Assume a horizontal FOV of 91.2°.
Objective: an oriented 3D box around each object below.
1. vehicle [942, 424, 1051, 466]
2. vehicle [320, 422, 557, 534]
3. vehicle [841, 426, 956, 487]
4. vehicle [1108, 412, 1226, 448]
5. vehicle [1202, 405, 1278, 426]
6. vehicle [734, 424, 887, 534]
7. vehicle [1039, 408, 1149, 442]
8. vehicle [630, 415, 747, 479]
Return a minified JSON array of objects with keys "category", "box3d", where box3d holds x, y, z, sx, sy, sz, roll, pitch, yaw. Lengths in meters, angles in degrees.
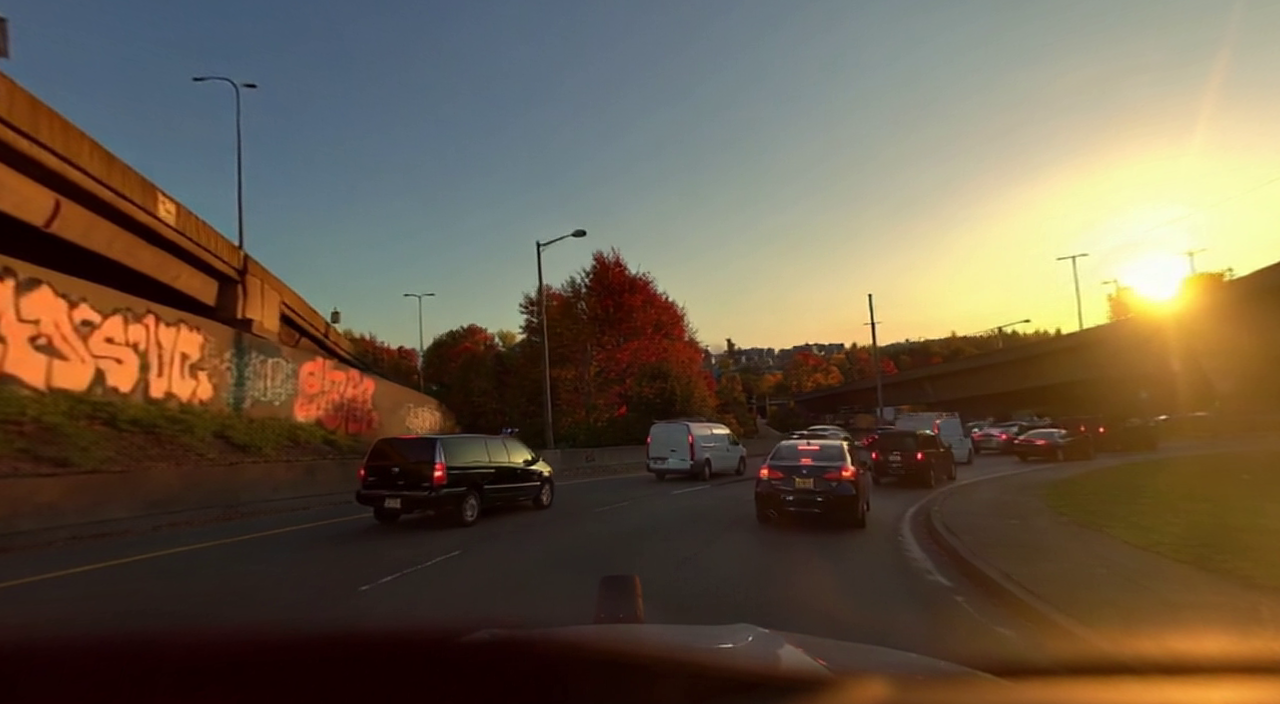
[{"category":"vehicle","box3d":[13.419,3.494,23.553,3.902,1.446,1.780,5,-10,-31]},{"category":"vehicle","box3d":[-3.210,2.113,11.032,1.921,1.554,4.081,-3,-9,17]},{"category":"vehicle","box3d":[7.547,2.973,18.064,1.830,1.519,4.253,-7,-11,38]},{"category":"vehicle","box3d":[22.861,3.417,27.231,3.934,1.485,1.763,2,-9,-12]},{"category":"vehicle","box3d":[43.538,4.618,45.546,3.847,1.499,1.742,-5,-8,43]},{"category":"vehicle","box3d":[3.109,2.095,10.878,2.064,1.515,3.722,-4,-10,22]},{"category":"vehicle","box3d":[23.201,3.755,32.077,4.309,1.613,1.909,1,-9,-8]},{"category":"vehicle","box3d":[1.636,3.048,20.063,1.835,1.825,4.005,-7,-11,36]}]
